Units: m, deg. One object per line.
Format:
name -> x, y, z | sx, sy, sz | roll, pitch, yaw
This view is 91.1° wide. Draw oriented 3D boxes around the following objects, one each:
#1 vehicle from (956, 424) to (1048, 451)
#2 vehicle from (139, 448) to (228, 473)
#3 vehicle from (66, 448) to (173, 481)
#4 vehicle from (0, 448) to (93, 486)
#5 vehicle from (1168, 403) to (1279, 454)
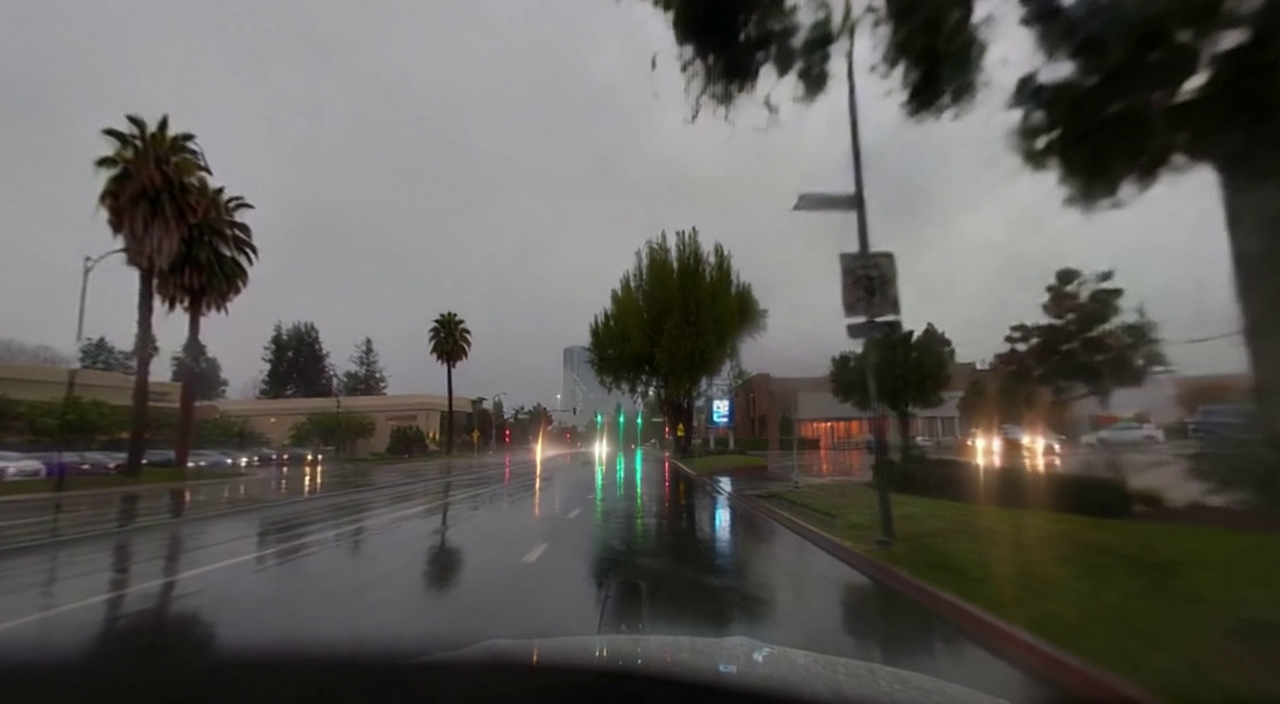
vehicle -> 25.194, 6.012, 43.832 | 5.117, 1.813, 2.052 | 0, -8, 0
vehicle -> -29.852, 7.091, 41.099 | 4.310, 1.533, 1.917 | 0, -8, 2
vehicle -> -29.531, 6.372, 35.719 | 4.463, 1.497, 1.889 | -4, -9, 0
vehicle -> -29.614, 5.571, 30.286 | 4.293, 1.529, 2.347 | -4, -9, 0
vehicle -> 31.524, 4.004, 32.693 | 5.779, 2.547, 2.437 | 0, -8, -2
